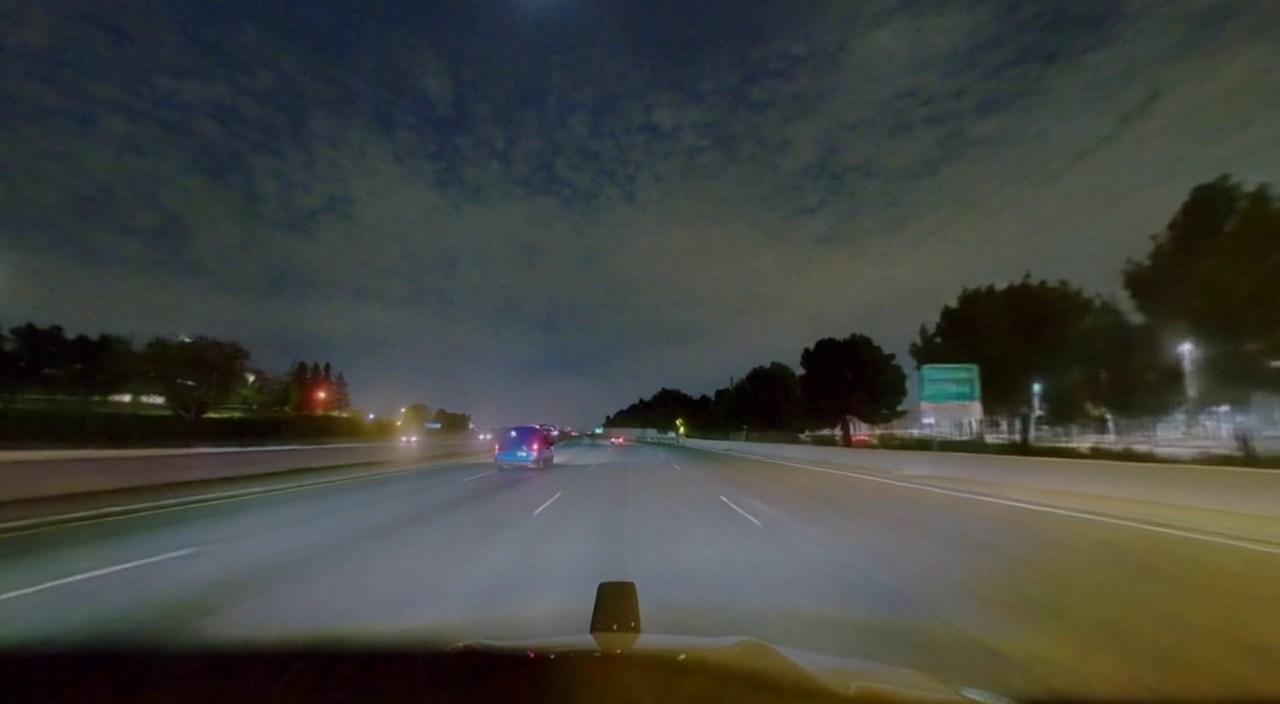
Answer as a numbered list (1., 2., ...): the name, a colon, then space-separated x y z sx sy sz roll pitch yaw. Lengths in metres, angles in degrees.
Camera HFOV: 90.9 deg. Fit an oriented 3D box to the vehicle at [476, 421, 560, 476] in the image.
1. vehicle: -4.395 3.537 23.475 2.219 1.827 4.738 0 -8 -1
